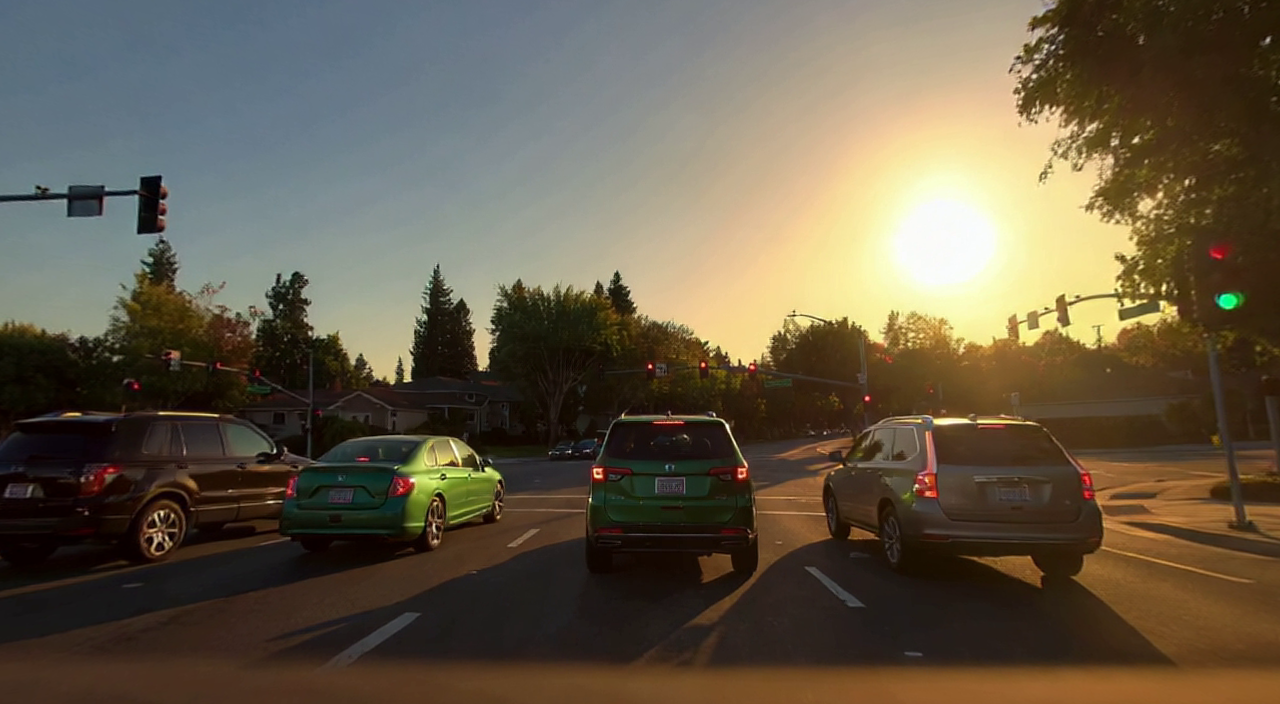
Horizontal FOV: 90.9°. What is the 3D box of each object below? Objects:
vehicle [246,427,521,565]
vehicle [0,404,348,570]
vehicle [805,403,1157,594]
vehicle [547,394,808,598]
[{"bbox_3d":[-3.228,1.886,9.101,1.885,1.475,4.359,-1,-8,4],"label":"vehicle"},{"bbox_3d":[-6.627,1.831,9.362,2.075,1.796,4.785,0,-8,3],"label":"vehicle"},{"bbox_3d":[3.535,1.593,7.742,2.047,1.638,4.395,-1,-8,4],"label":"vehicle"},{"bbox_3d":[0.398,1.523,7.501,2.198,1.708,4.170,0,-8,2],"label":"vehicle"}]
